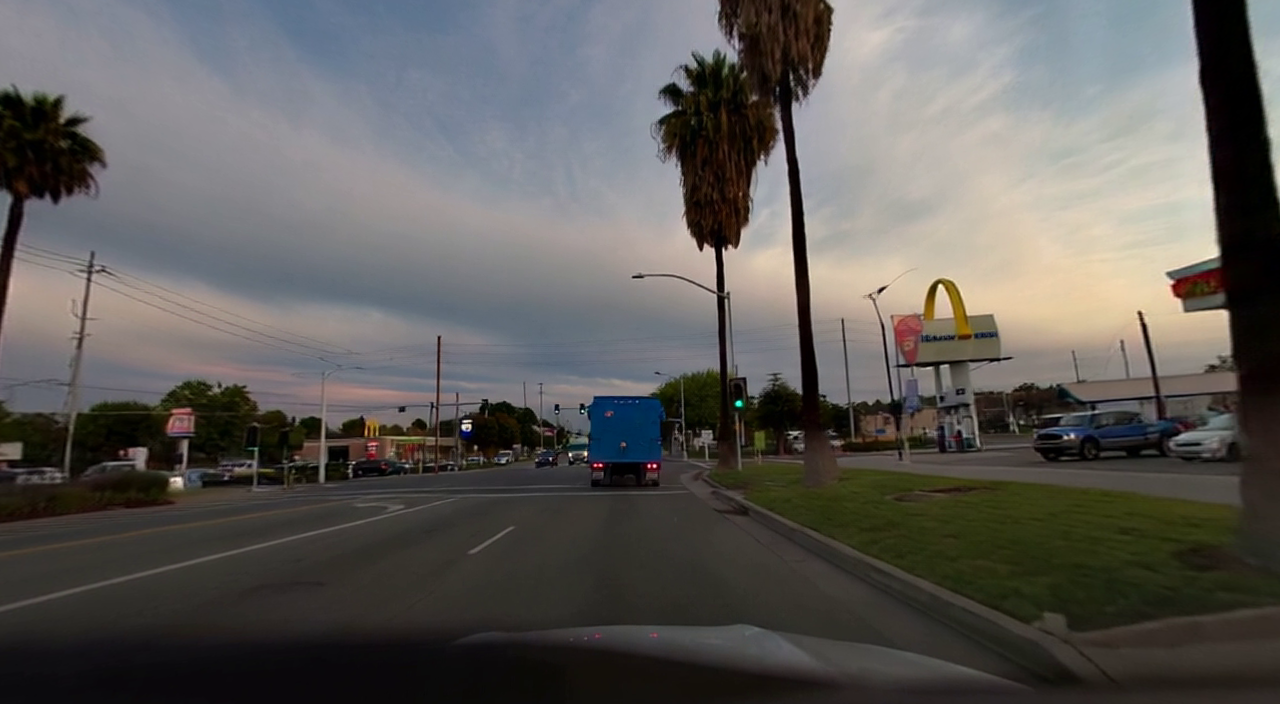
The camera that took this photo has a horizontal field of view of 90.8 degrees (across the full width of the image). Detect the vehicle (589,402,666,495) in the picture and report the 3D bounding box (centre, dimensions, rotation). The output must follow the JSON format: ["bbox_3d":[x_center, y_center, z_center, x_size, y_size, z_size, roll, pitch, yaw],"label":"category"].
[{"bbox_3d":[-0.302,3.504,23.182,2.463,2.954,5.938,0,-8,2],"label":"vehicle"}]

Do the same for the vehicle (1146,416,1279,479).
[{"bbox_3d":[15.186,2.467,16.409,4.105,1.433,1.931,6,-10,-34],"label":"vehicle"}]

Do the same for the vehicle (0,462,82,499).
[{"bbox_3d":[-28.024,5.682,27.968,4.493,1.453,1.912,4,-9,-27],"label":"vehicle"}]

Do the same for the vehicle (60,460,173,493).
[{"bbox_3d":[-28.044,6.642,34.074,4.303,1.567,2.021,5,-10,-30],"label":"vehicle"}]

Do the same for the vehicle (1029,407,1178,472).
[{"bbox_3d":[15.822,2.994,21.518,5.078,1.937,2.326,5,-10,-33],"label":"vehicle"}]
